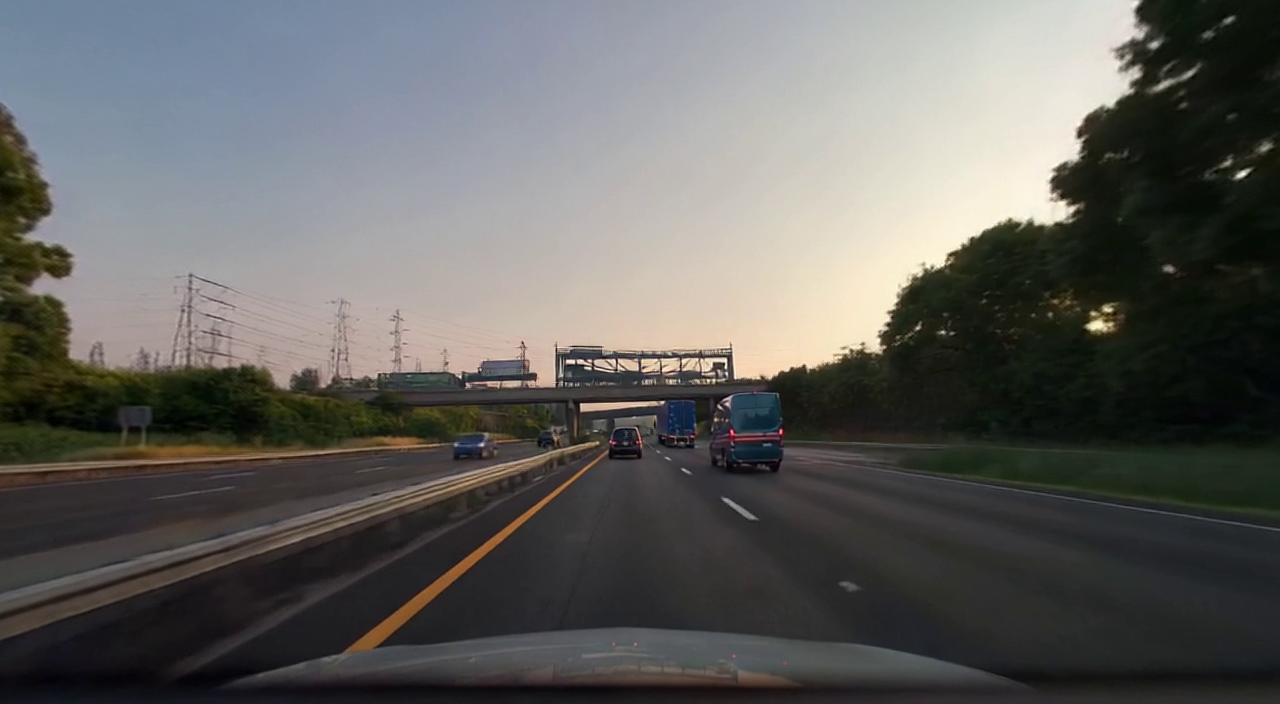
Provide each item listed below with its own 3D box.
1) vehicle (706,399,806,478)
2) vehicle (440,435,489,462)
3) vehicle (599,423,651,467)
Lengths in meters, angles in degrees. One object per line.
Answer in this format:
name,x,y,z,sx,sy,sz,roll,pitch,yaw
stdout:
vehicle,3.998,3.131,22.956,2.387,2.506,5.374,0,-8,-2
vehicle,-10.126,5.580,36.582,1.781,1.476,3.714,0,-8,-1
vehicle,-0.655,3.992,27.261,2.073,1.750,4.116,0,-8,-2
